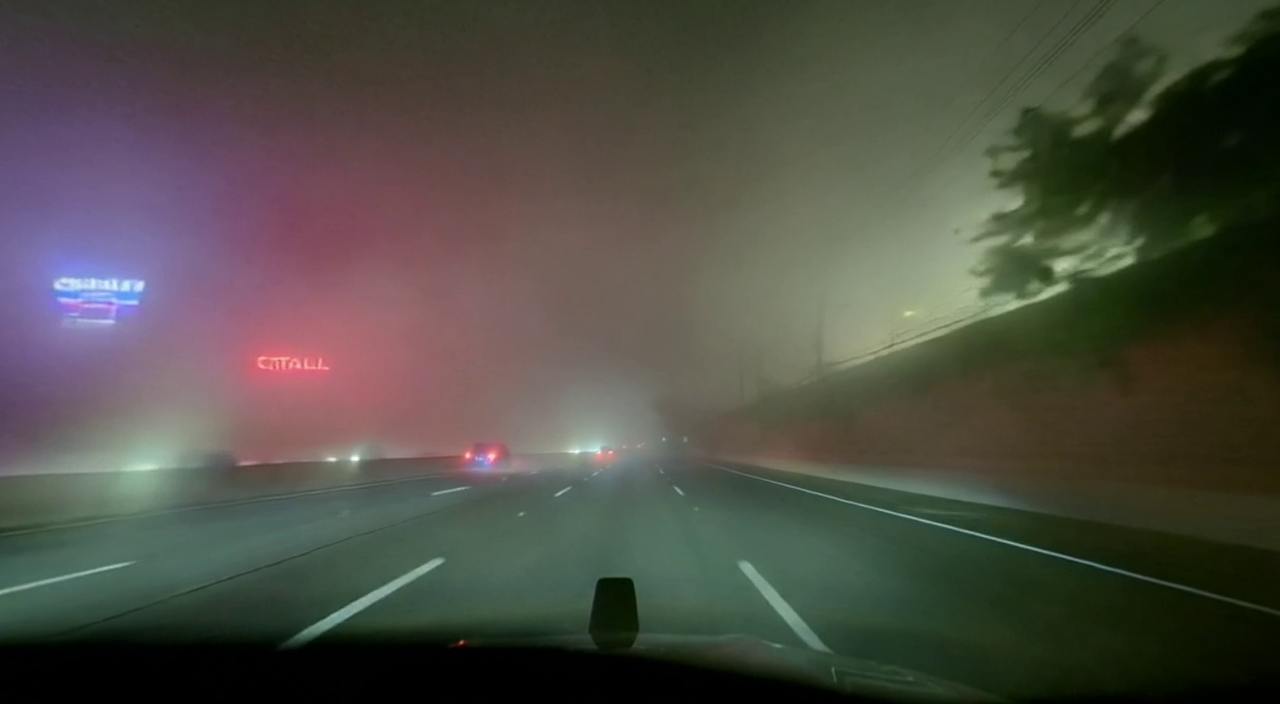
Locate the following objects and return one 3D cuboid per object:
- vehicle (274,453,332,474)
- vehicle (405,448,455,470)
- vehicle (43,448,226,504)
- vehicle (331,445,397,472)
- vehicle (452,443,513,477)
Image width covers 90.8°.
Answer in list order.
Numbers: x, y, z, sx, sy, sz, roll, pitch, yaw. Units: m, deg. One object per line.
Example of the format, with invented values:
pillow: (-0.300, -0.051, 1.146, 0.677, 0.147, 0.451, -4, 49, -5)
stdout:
vehicle: (-25.637, 8.453, 48.210, 1.811, 1.450, 4.598, 0, -8, 1)
vehicle: (-14.874, 7.580, 45.063, 1.886, 1.455, 4.584, 0, -8, 1)
vehicle: (-14.939, 3.642, 19.067, 1.820, 1.451, 4.431, 0, -8, 0)
vehicle: (-18.679, 7.186, 43.017, 2.027, 1.716, 5.336, 0, -8, 0)
vehicle: (-7.850, 5.403, 31.869, 2.013, 1.574, 3.923, 0, -8, 0)
